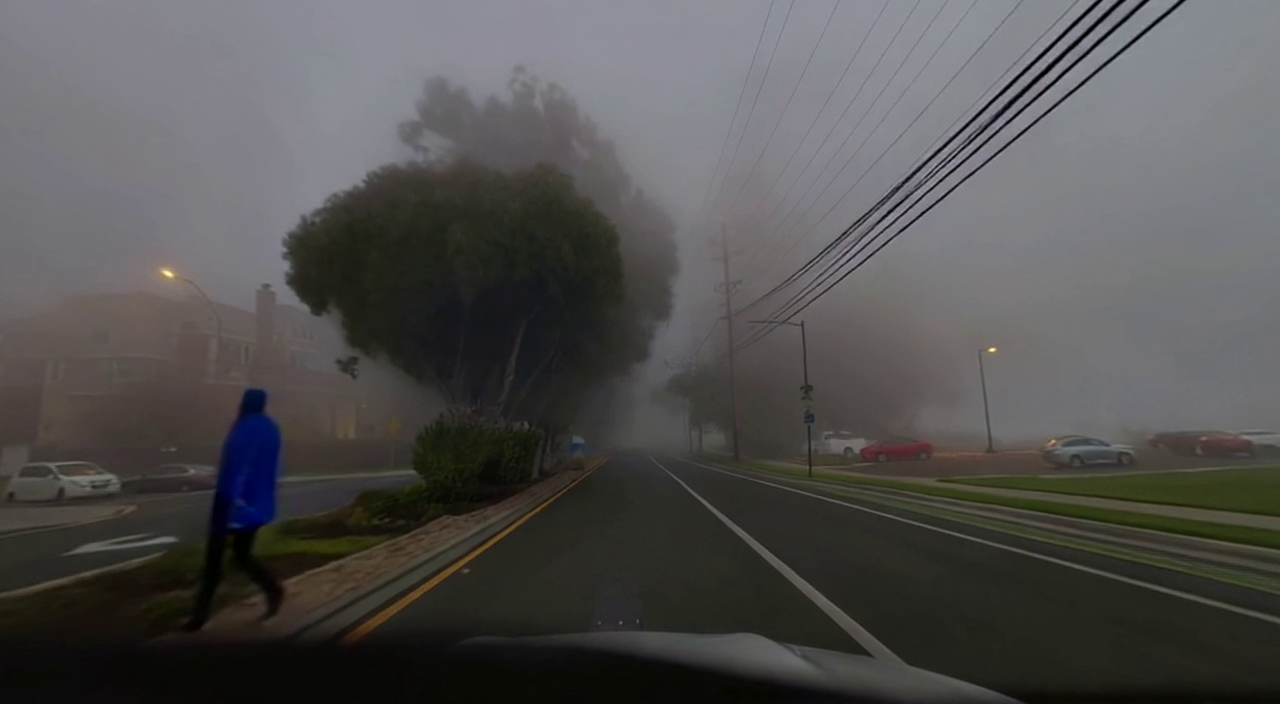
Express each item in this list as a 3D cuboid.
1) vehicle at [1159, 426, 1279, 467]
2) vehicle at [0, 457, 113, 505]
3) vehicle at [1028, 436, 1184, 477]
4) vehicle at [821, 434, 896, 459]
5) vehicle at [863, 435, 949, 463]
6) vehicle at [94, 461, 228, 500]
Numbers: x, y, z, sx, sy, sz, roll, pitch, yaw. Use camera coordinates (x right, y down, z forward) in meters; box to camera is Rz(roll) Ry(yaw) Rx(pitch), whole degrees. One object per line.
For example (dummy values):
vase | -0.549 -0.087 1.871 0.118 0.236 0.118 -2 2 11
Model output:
vehicle | 31.226 4.949 33.171 2.206 1.971 5.600 3 -9 -21
vehicle | -27.080 5.786 28.504 4.690 1.966 1.970 0 -9 -2
vehicle | 17.515 3.941 23.927 4.246 1.427 2.055 0 -9 0
vehicle | 16.607 7.185 48.161 4.833 1.786 2.136 0 -8 -2
vehicle | 16.998 6.218 40.566 4.560 1.725 2.096 0 -9 -3
vehicle | -21.844 5.904 29.028 4.354 1.450 2.043 -1 -11 -11
